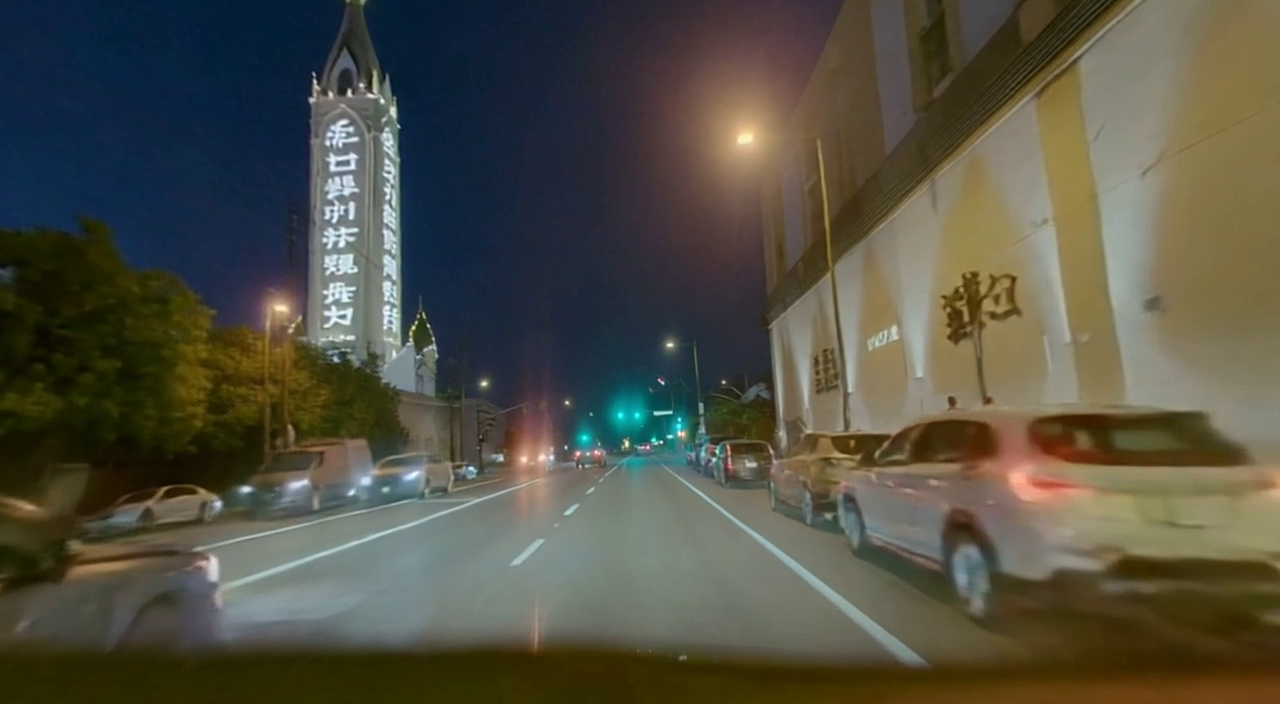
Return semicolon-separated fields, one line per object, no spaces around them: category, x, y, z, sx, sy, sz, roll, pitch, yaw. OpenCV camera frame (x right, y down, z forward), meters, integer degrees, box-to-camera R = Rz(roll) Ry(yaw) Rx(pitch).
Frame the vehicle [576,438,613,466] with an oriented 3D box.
vehicle;-3.257;7.296;46.232;2.293;1.936;4.737;-1;-8;0

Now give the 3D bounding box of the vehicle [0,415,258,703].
vehicle;-3.270;0.875;1.276;2.089;1.547;4.635;0;-8;0

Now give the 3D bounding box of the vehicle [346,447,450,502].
vehicle;-8.962;4.511;23.871;2.078;1.810;4.568;-1;-8;0

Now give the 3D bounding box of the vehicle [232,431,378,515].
vehicle;-12.296;4.429;23.844;2.410;2.733;5.630;0;-8;-1

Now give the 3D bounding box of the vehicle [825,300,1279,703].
vehicle;3.315;1.112;5.183;2.032;1.918;5.469;0;-8;1
